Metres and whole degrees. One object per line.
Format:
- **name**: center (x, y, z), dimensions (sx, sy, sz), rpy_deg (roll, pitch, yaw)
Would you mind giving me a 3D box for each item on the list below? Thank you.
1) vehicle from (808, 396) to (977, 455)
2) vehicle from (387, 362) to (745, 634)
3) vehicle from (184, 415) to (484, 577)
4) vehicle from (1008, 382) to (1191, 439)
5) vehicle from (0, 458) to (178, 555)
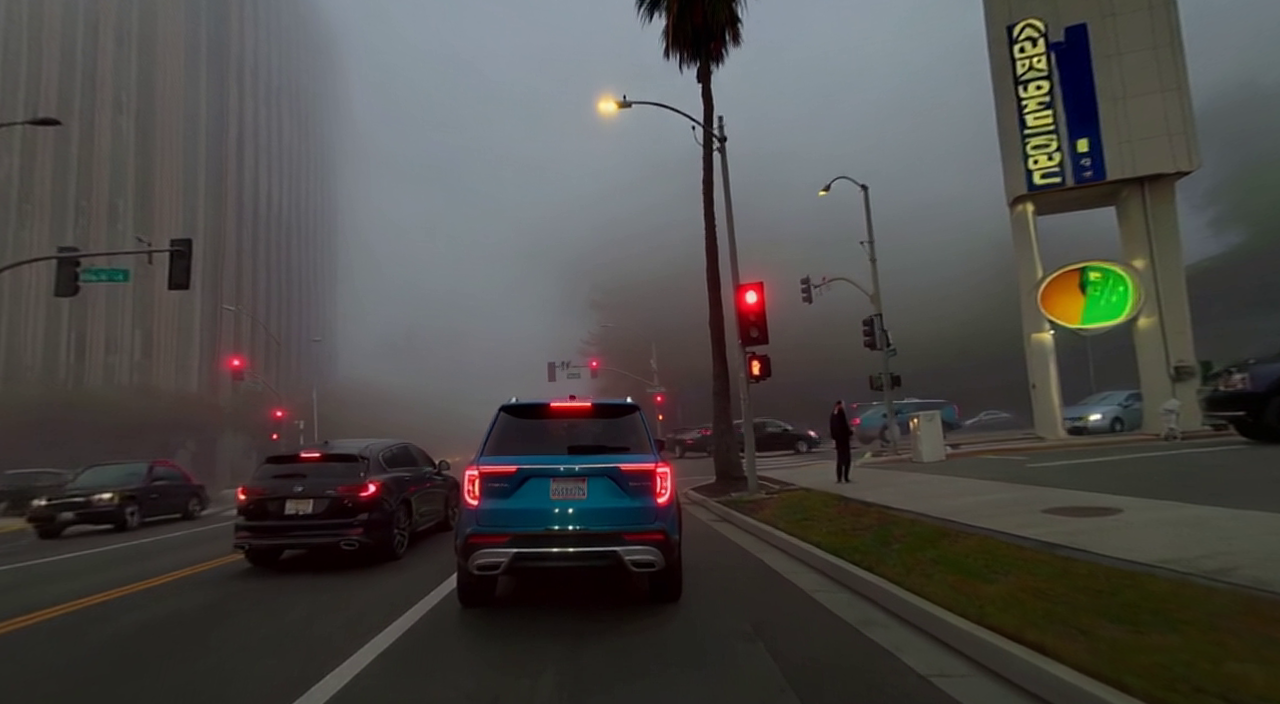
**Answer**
- **vehicle**: center (9.193, 2.733, 23.324), dimensions (5.307, 2.076, 2.122), rpy_deg (0, -8, -5)
- **vehicle**: center (-0.637, 1.373, 6.987), dimensions (2.519, 1.913, 4.819), rpy_deg (0, -8, -3)
- **vehicle**: center (-3.874, 1.894, 9.295), dimensions (2.097, 1.692, 5.030), rpy_deg (0, -8, -3)
- **vehicle**: center (17.038, 2.228, 23.642), dimensions (5.033, 1.999, 2.259), rpy_deg (0, -8, -2)
- **vehicle**: center (-12.482, 3.380, 14.654), dimensions (2.331, 1.708, 4.660), rpy_deg (5, -10, -31)
